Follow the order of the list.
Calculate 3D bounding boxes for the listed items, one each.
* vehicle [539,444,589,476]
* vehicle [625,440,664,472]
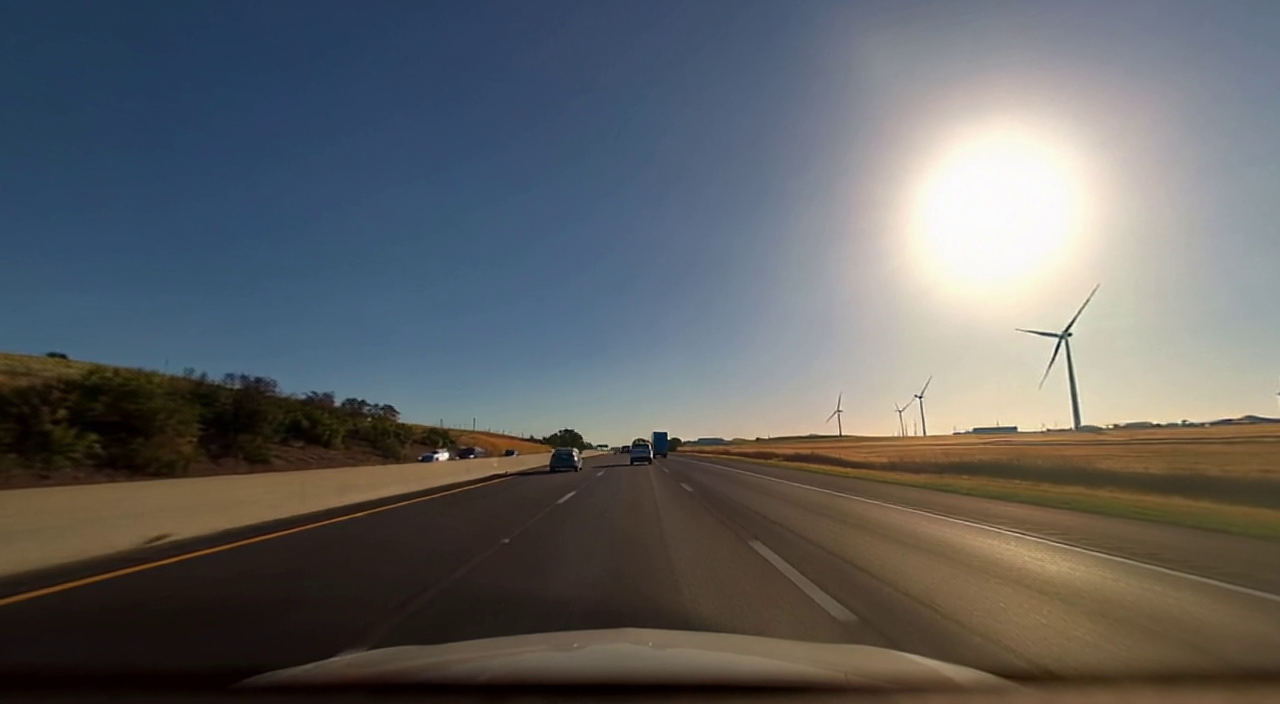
[{"bbox_3d":[-3.836,5.552,32.637,1.984,1.491,4.341,0,-9,1],"label":"vehicle"},{"bbox_3d":[0.223,5.884,35.759,2.083,1.689,4.083,0,-9,0],"label":"vehicle"}]
